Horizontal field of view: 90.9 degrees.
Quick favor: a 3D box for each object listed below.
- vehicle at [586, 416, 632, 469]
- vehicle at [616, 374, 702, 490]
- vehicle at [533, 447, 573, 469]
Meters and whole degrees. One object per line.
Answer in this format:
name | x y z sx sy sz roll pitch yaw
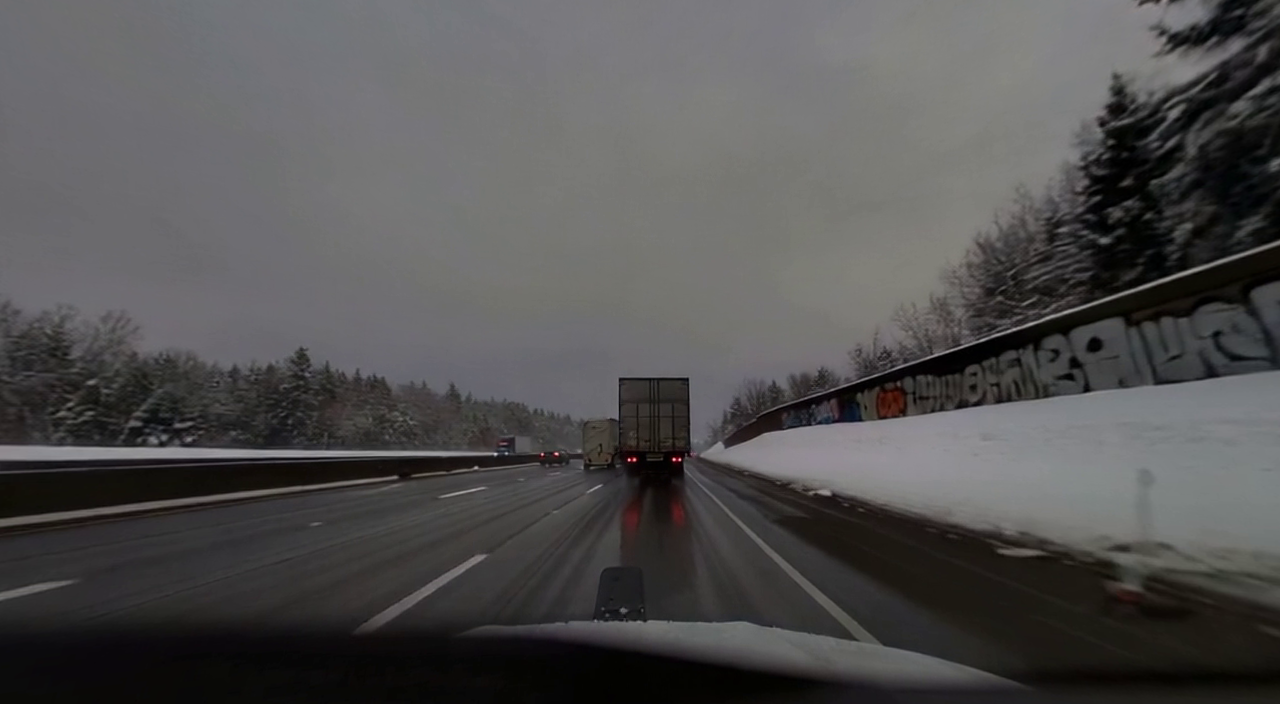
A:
vehicle | -2.279 7.119 49.151 2.713 3.704 9.148 0 -9 3
vehicle | 0.856 3.637 27.779 2.997 4.069 10.871 0 -9 2
vehicle | -6.221 7.668 45.686 1.962 1.471 4.792 0 -9 3
